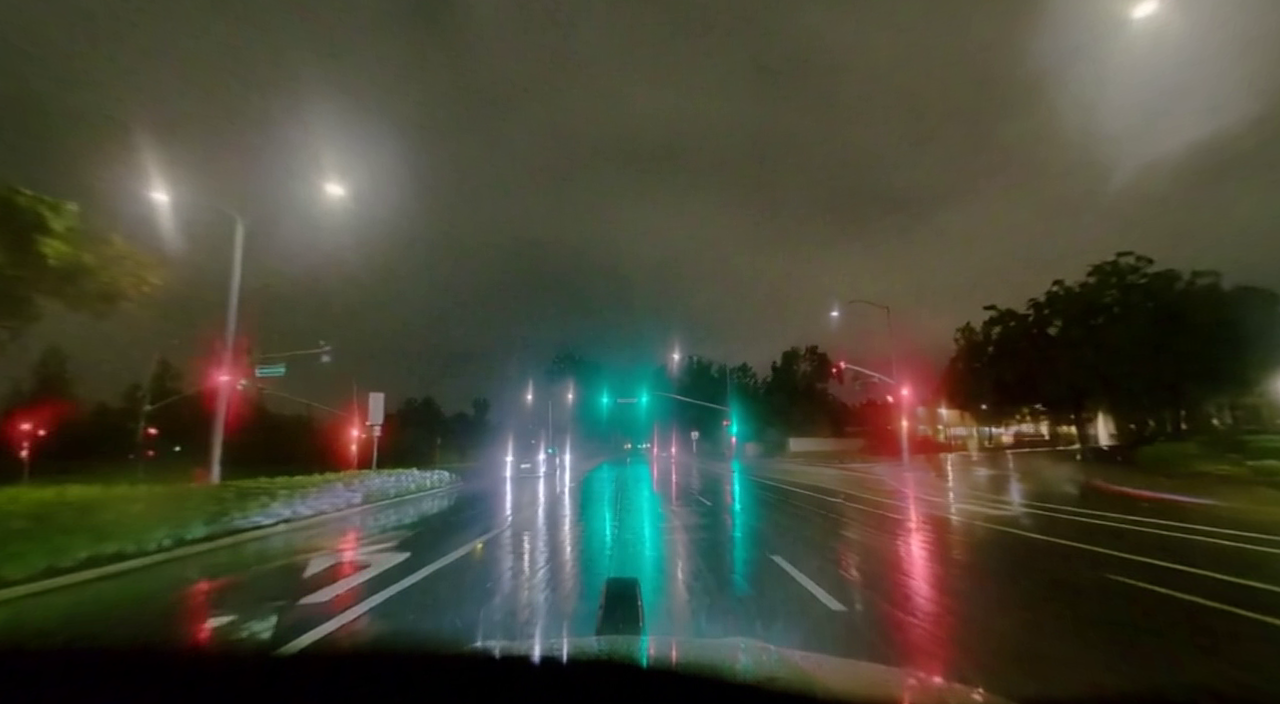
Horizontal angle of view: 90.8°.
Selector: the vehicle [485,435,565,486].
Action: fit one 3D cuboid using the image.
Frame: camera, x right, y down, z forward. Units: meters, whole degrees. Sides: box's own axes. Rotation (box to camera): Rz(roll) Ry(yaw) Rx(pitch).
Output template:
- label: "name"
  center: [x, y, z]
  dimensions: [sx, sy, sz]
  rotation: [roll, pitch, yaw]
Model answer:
- label: "vehicle"
  center: [-4.248, 4.090, 24.186]
  dimensions: [2.156, 1.722, 4.484]
  rotation: [-1, -8, 1]
